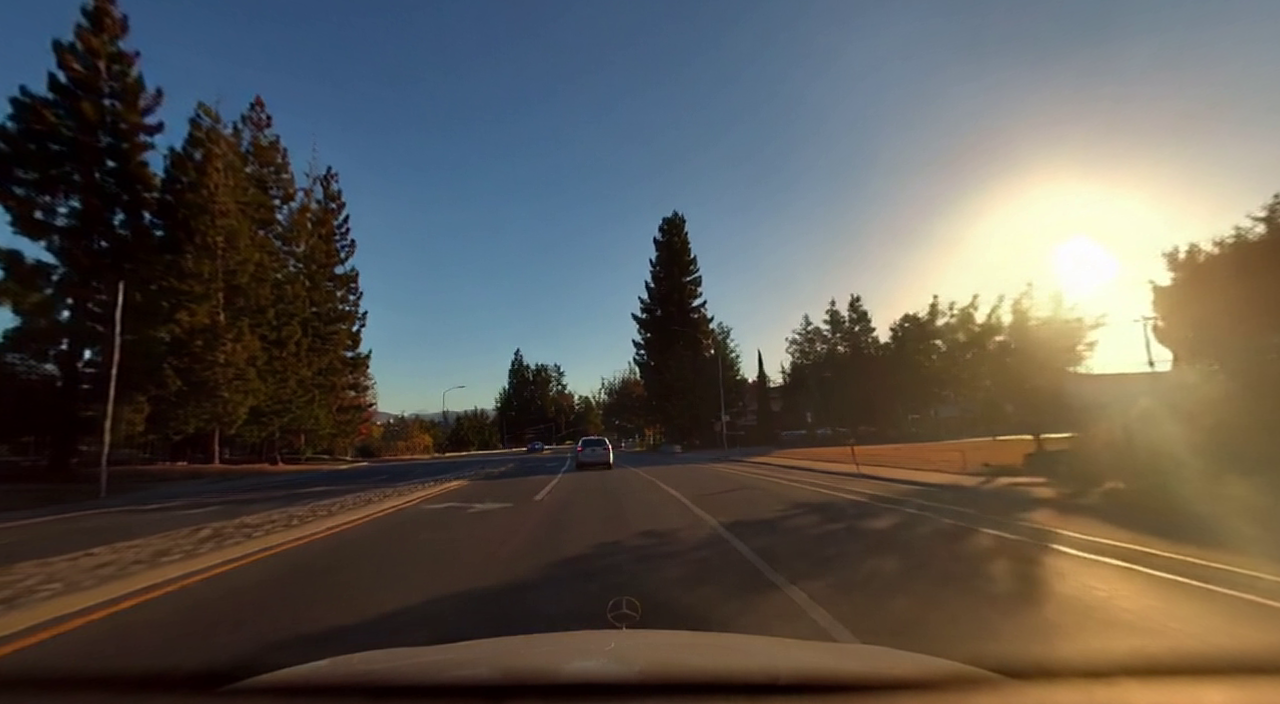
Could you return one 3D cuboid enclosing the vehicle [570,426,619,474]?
[{"bbox_3d":[-2.181,4.521,29.100,2.072,2.002,4.391,1,-8,-6],"label":"vehicle"}]
